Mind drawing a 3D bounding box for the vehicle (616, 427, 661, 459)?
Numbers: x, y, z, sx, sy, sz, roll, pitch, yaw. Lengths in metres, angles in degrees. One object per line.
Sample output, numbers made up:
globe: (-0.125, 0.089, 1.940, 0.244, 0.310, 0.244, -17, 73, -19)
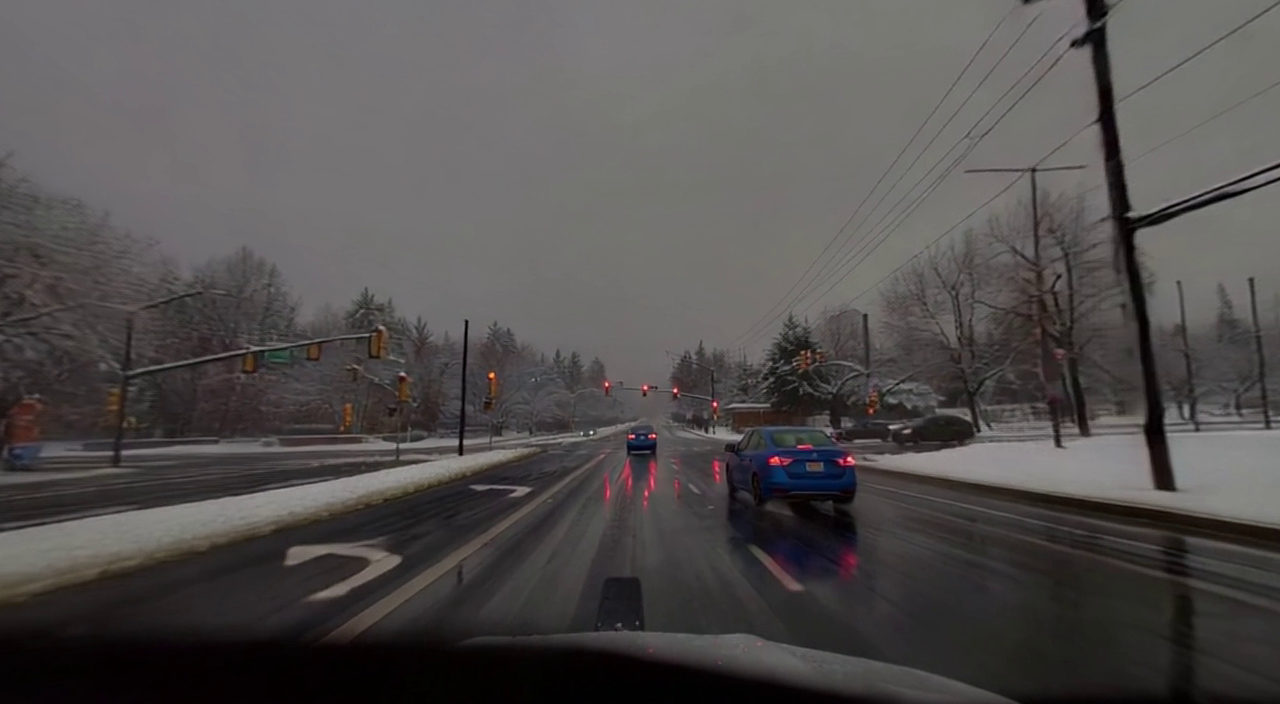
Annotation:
vehicle: (-0.072, 4.540, 31.542, 2.110, 1.466, 3.860, 0, -8, 0)

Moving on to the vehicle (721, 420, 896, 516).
vehicle: (2.849, 2.088, 11.823, 2.004, 1.448, 4.263, 0, -8, -1)
